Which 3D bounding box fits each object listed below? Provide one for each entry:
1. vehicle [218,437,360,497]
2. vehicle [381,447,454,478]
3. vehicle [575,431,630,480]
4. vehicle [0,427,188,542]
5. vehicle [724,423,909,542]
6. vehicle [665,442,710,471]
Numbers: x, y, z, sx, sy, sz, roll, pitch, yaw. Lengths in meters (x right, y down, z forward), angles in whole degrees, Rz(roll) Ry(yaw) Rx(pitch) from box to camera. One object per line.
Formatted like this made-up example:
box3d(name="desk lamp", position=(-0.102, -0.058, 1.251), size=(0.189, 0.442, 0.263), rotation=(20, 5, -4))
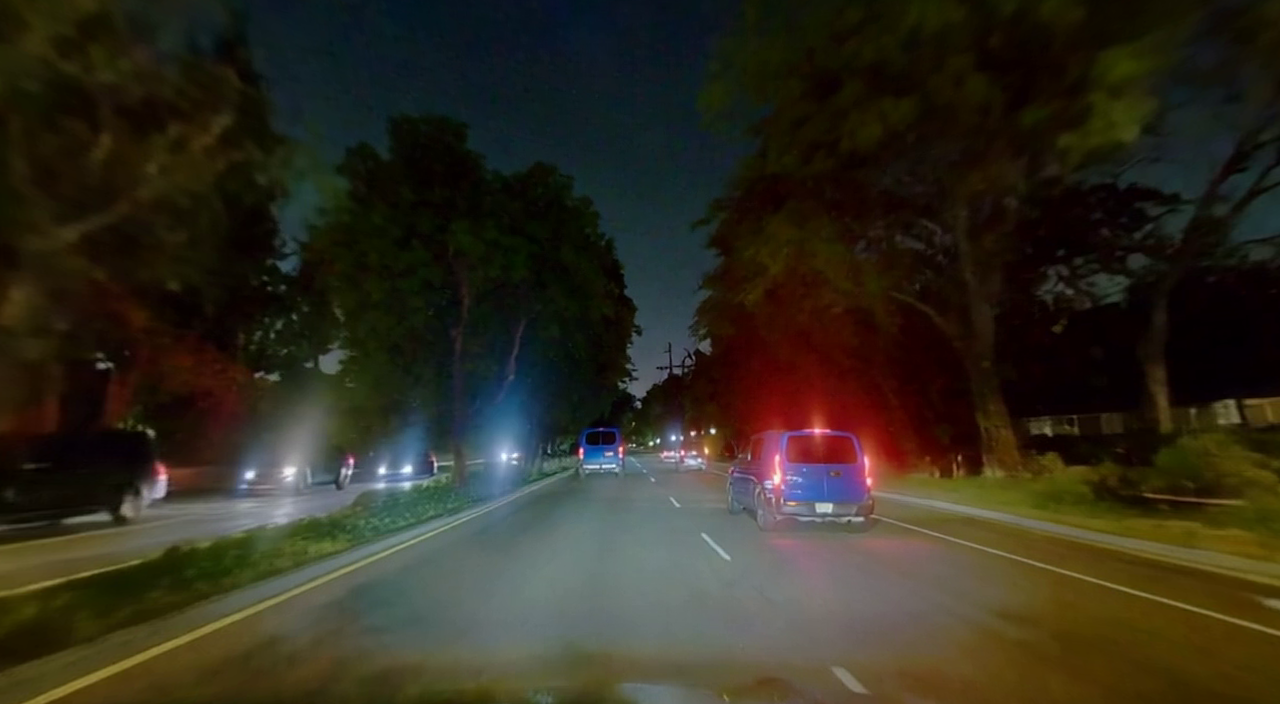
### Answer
box3d(name="vehicle", position=(-11.459, 3.774, 21.107), size=(2.192, 1.754, 4.569), rotation=(0, -9, -1))
box3d(name="vehicle", position=(-11.656, 5.803, 33.508), size=(2.116, 1.481, 4.572), rotation=(0, -9, 1))
box3d(name="vehicle", position=(-1.622, 4.681, 28.843), size=(2.228, 2.054, 4.309), rotation=(0, -9, 0))
box3d(name="vehicle", position=(-11.269, 2.375, 11.783), size=(2.091, 1.806, 4.859), rotation=(0, -9, -1))
box3d(name="vehicle", position=(2.805, 2.179, 11.165), size=(1.965, 1.671, 4.146), rotation=(0, -9, -2))
box3d(name="vehicle", position=(2.833, 6.365, 38.660), size=(2.248, 1.692, 4.252), rotation=(0, -9, -2))
